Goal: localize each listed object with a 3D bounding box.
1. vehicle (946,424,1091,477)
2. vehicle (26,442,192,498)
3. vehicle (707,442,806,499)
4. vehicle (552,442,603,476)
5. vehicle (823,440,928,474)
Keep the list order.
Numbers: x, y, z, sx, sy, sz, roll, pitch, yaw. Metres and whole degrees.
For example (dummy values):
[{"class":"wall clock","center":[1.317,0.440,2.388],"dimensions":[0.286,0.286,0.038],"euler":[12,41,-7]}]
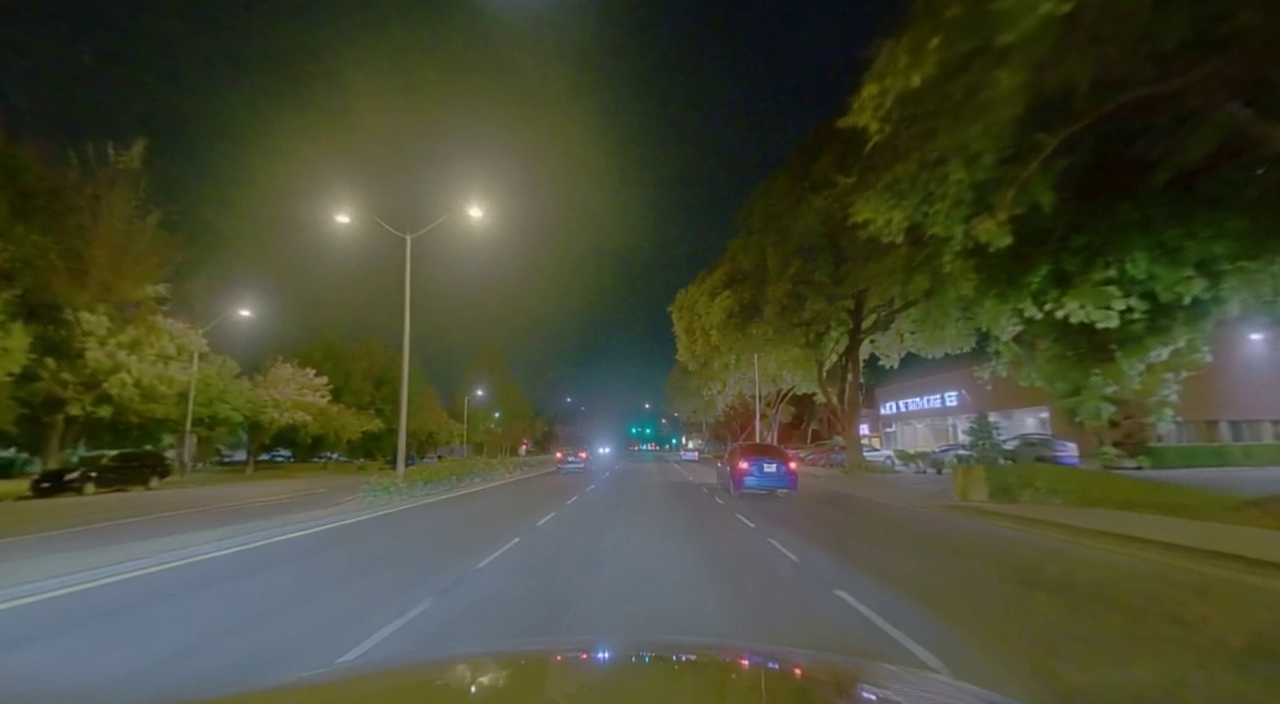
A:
[{"class":"vehicle","center":[16.761,4.433,28.426],"dimensions":[2.160,2.093,5.795],"euler":[1,-9,-10]},{"class":"vehicle","center":[-22.292,4.929,26.882],"dimensions":[2.255,2.117,5.319],"euler":[-1,-9,3]},{"class":"vehicle","center":[3.282,3.442,18.720],"dimensions":[2.083,1.474,4.360],"euler":[0,-9,-1]},{"class":"vehicle","center":[-3.145,5.487,32.606],"dimensions":[2.113,1.626,4.129],"euler":[-1,-9,2]},{"class":"vehicle","center":[13.868,6.217,37.370],"dimensions":[5.342,1.867,2.147],"euler":[0,-8,-6]}]
